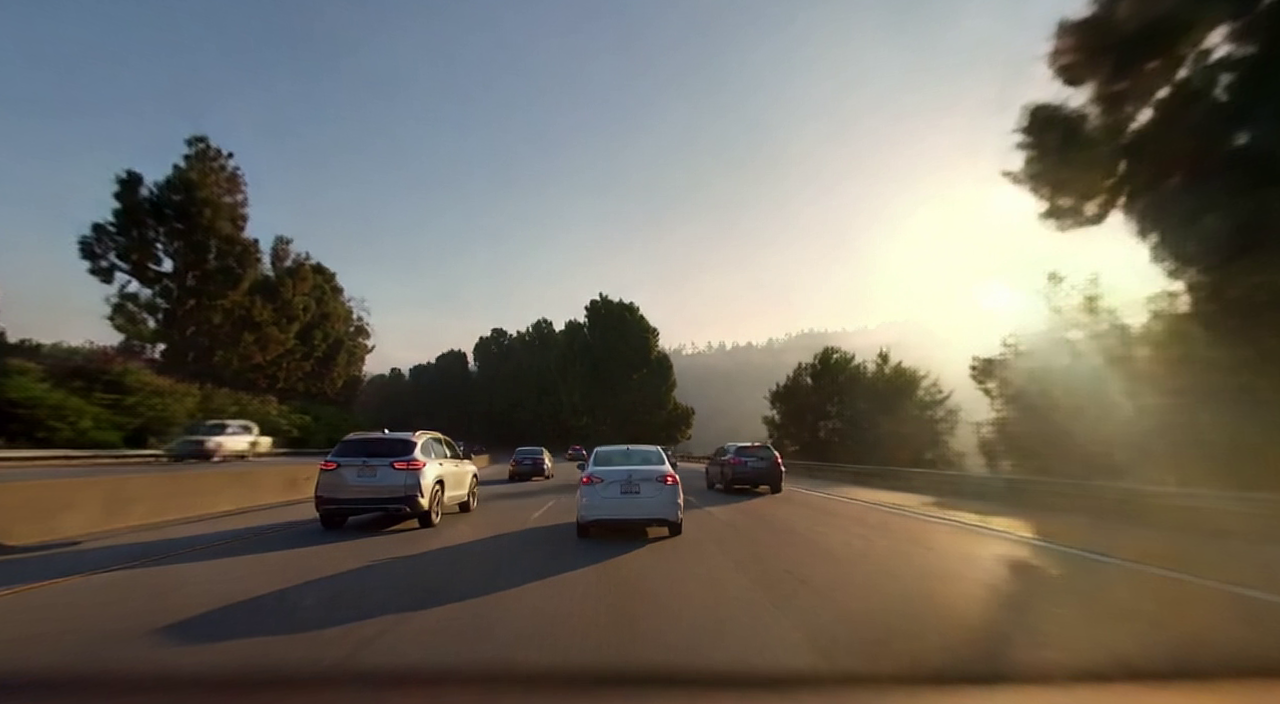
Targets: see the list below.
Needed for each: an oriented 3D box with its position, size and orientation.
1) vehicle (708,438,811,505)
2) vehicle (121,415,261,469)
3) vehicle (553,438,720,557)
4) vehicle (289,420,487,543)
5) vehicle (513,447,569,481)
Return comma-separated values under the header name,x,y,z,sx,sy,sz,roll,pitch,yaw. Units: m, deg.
name,x,y,z,sx,sy,sz,roll,pitch,yaw
vehicle,3.283,3.388,18.298,1.996,1.688,4.207,0,-9,-2
vehicle,-17.358,3.551,24.729,2.160,1.902,4.657,0,-9,-3
vehicle,-0.115,2.182,10.178,2.120,1.478,4.179,0,-9,-2
vehicle,-4.059,2.150,11.028,1.830,1.703,4.142,0,-9,-2
vehicle,-4.641,5.296,30.034,2.122,1.491,3.800,0,-9,-1
